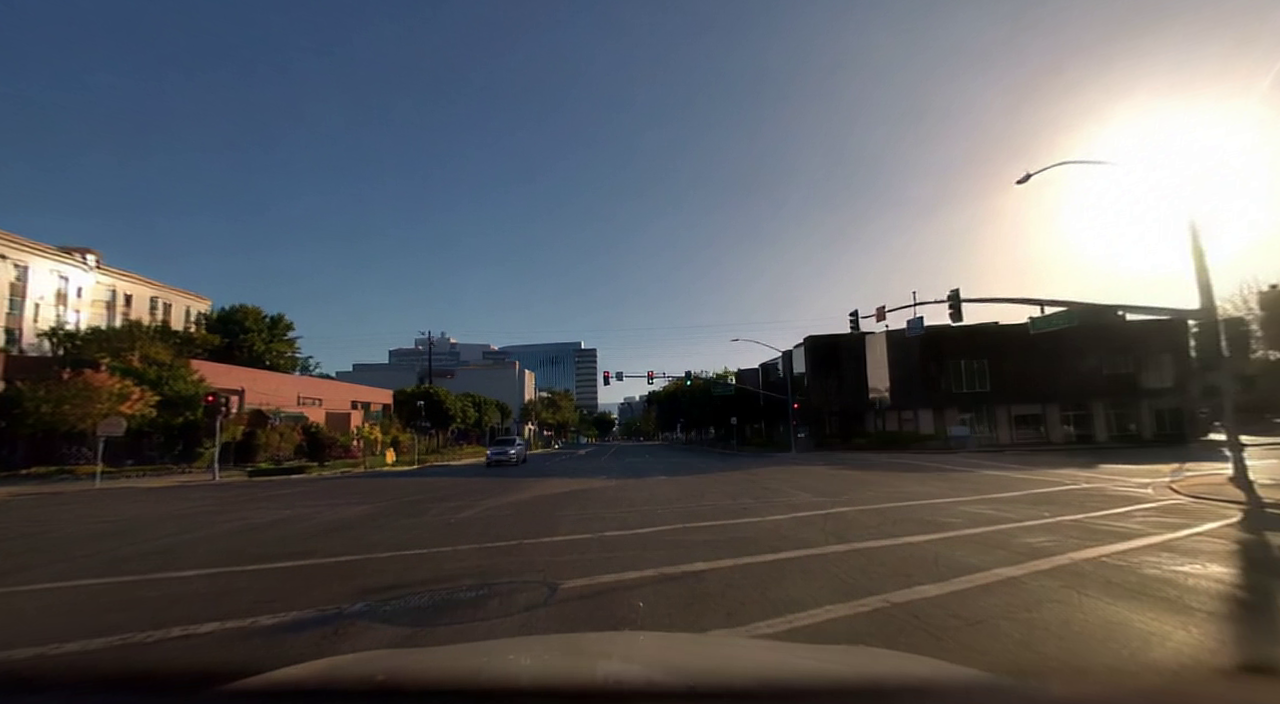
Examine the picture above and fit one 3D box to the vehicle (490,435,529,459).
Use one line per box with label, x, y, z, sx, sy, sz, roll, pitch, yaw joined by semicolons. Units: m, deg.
vehicle;-9.710;7.087;47.213;1.988;1.692;4.412;0;-8;0
